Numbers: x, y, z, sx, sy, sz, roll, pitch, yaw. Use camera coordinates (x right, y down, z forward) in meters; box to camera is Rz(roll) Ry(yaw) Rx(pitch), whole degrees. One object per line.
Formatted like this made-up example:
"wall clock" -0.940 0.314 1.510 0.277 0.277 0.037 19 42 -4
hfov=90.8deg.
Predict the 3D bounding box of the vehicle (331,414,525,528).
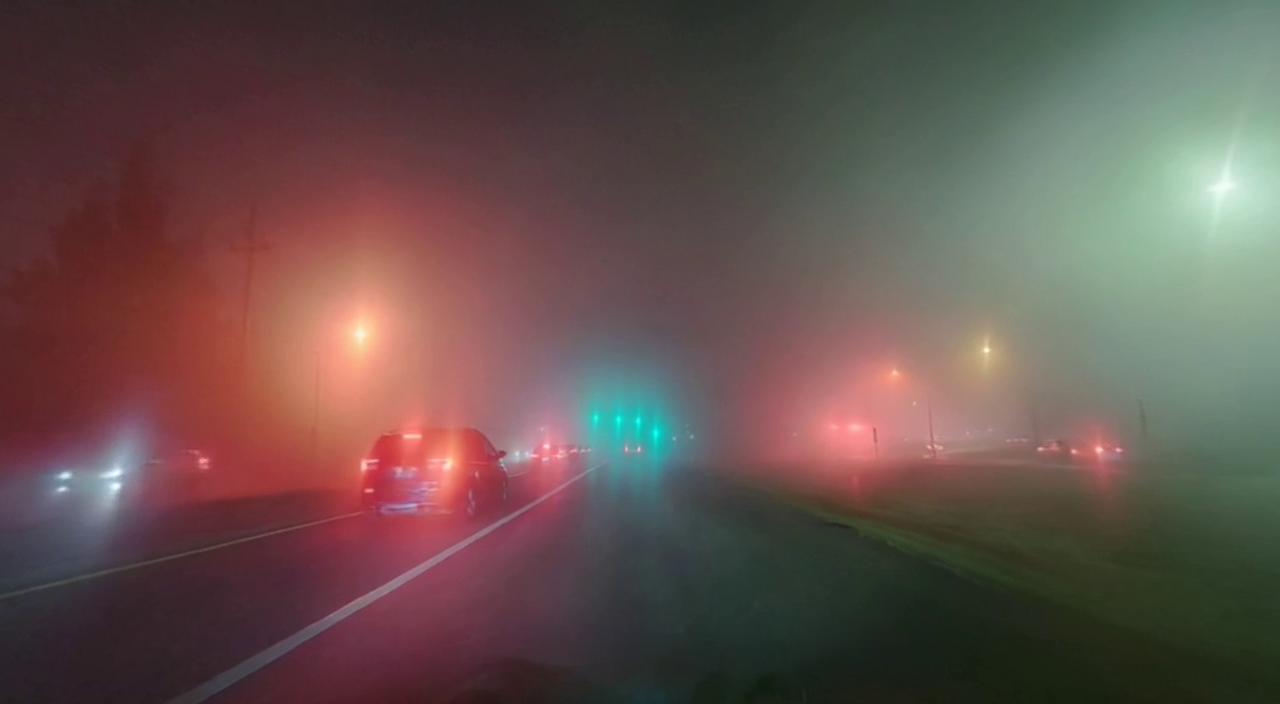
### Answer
"vehicle" -3.793 2.243 12.382 2.189 1.807 4.467 0 -9 1

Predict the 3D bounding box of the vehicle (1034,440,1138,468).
"vehicle" 33.431 7.727 47.821 2.436 1.877 7.681 2 -9 1

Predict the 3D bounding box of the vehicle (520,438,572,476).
"vehicle" -4.451 5.035 30.565 2.041 1.698 4.094 0 -9 -2

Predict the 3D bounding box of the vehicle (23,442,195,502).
"vehicle" -17.178 3.846 20.802 1.928 1.618 4.377 1 -7 -2
